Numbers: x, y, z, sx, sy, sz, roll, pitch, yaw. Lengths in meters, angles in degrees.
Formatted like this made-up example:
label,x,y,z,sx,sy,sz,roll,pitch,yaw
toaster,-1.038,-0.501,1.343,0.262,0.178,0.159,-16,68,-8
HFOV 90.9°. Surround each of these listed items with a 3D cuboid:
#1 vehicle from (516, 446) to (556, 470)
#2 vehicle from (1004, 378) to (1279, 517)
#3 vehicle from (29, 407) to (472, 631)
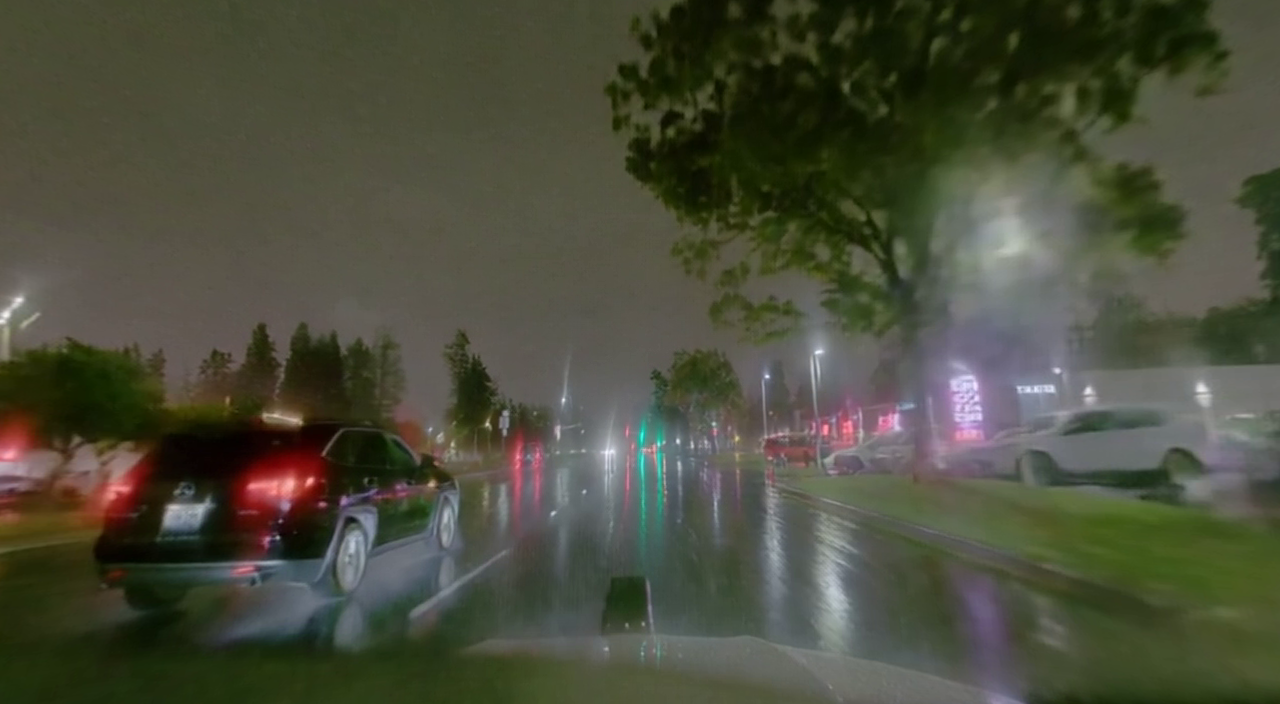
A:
label,x,y,z,sx,sy,sz,roll,pitch,yaw
vehicle,-7.093,7.288,43.562,1.990,1.483,4.410,0,-8,0
vehicle,9.091,1.489,10.238,4.953,1.853,2.245,-7,-9,18
vehicle,-3.468,1.553,6.838,2.127,1.654,4.121,0,-8,0
